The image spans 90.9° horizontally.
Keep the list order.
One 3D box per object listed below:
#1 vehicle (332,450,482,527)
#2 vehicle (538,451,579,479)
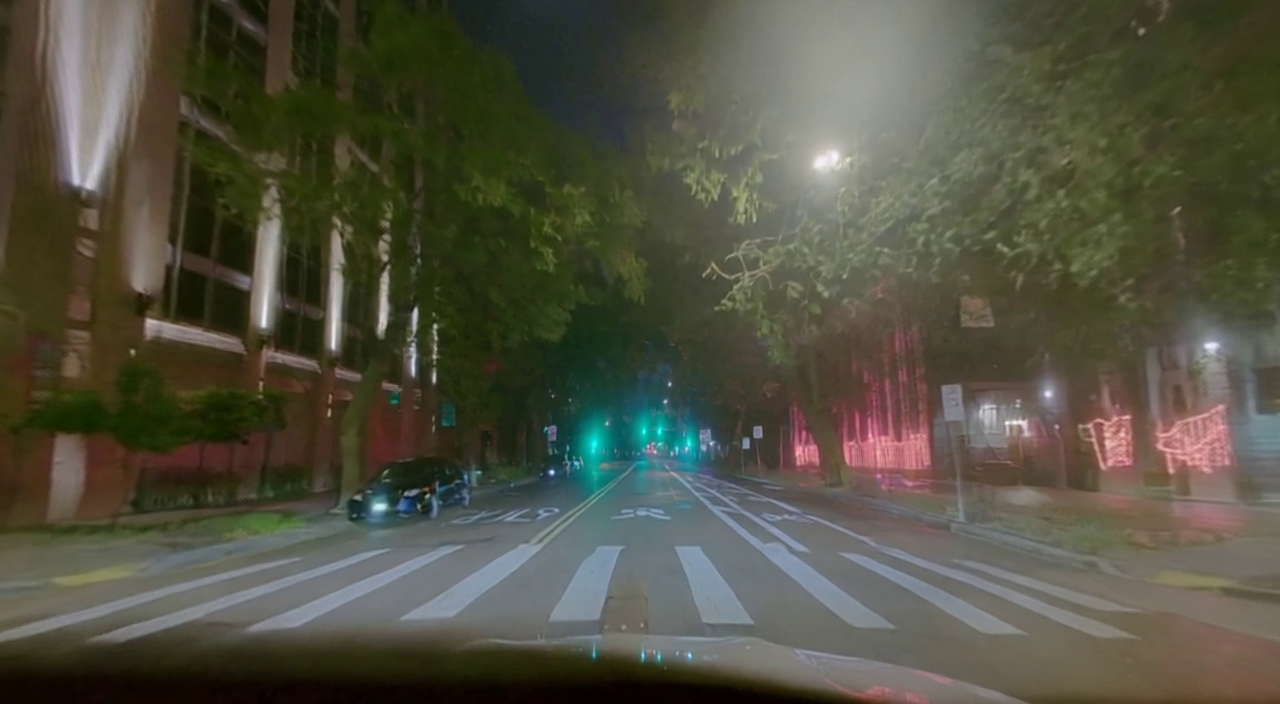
[{"bbox_3d":[-5.848,3.457,16.596,2.223,1.658,4.621,0,-9,0],"label":"vehicle"},{"bbox_3d":[-5.513,7.708,43.259,2.147,1.701,4.879,-1,-8,1],"label":"vehicle"}]
